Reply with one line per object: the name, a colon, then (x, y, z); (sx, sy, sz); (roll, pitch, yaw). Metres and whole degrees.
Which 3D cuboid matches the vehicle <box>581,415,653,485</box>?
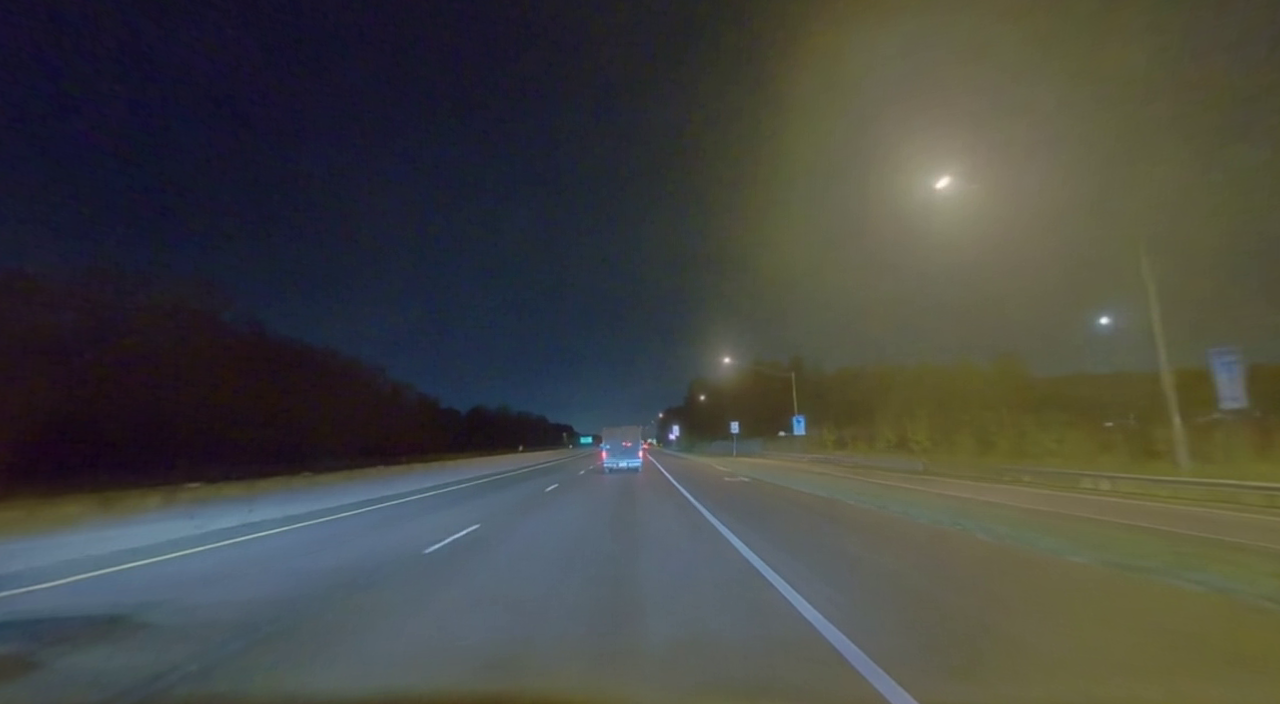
vehicle: (-0.743, 3.422, 22.229); (2.248, 2.154, 4.892); (0, -8, -1)
